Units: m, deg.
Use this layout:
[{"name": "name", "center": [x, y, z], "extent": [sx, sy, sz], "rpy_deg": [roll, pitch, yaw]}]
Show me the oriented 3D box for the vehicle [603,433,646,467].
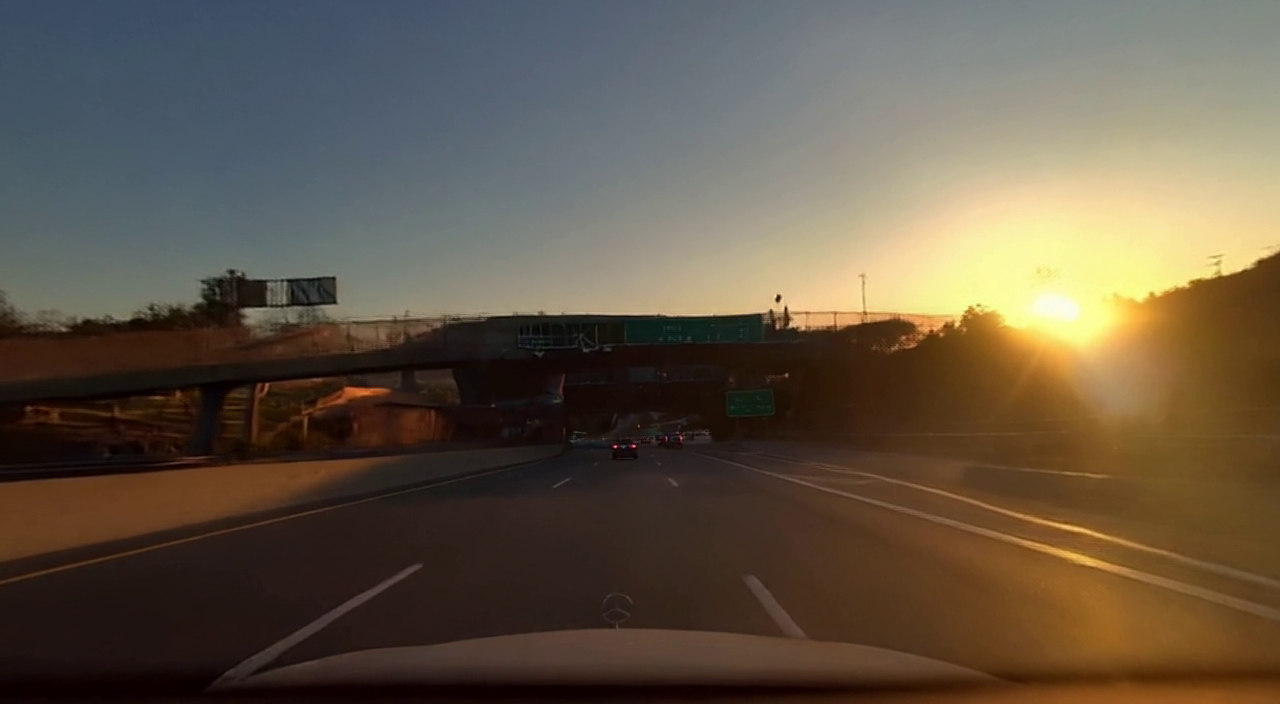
[{"name": "vehicle", "center": [-0.764, 4.956, 31.998], "extent": [2.039, 1.589, 4.324], "rpy_deg": [0, -8, 0]}]
